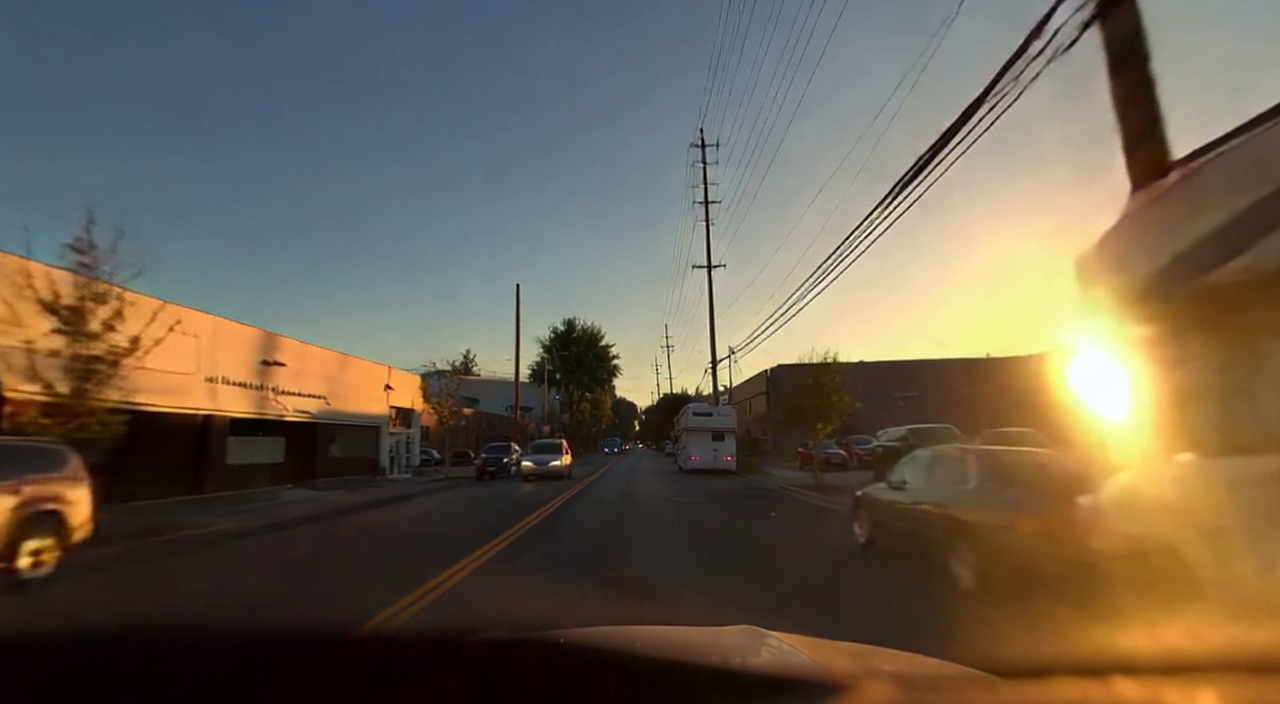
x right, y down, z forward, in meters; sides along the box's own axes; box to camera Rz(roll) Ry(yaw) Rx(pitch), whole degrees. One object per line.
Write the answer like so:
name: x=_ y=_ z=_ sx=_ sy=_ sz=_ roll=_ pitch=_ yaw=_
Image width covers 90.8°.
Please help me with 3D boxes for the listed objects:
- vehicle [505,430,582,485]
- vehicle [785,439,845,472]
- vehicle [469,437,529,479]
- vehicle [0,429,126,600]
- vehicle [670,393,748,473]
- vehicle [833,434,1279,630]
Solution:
vehicle: x=-3.761 y=4.232 z=25.554 sx=2.307 sy=1.998 sz=4.734 roll=0 pitch=-8 yaw=1
vehicle: x=9.418 y=5.591 z=34.429 sx=2.039 sy=1.662 sz=4.304 roll=0 pitch=-8 yaw=0
vehicle: x=-8.093 y=6.147 z=36.793 sx=2.177 sy=2.075 sz=5.427 roll=-4 pitch=-9 yaw=0
vehicle: x=-7.879 y=1.645 z=6.053 sx=2.001 sy=1.830 sz=4.735 roll=0 pitch=-8 yaw=-2
vehicle: x=3.716 y=4.857 z=36.289 sx=3.029 sy=3.860 sz=7.726 roll=-4 pitch=-11 yaw=-3
vehicle: x=3.910 y=1.707 z=7.119 sx=1.970 sy=1.476 sz=4.405 roll=0 pitch=-8 yaw=-1
